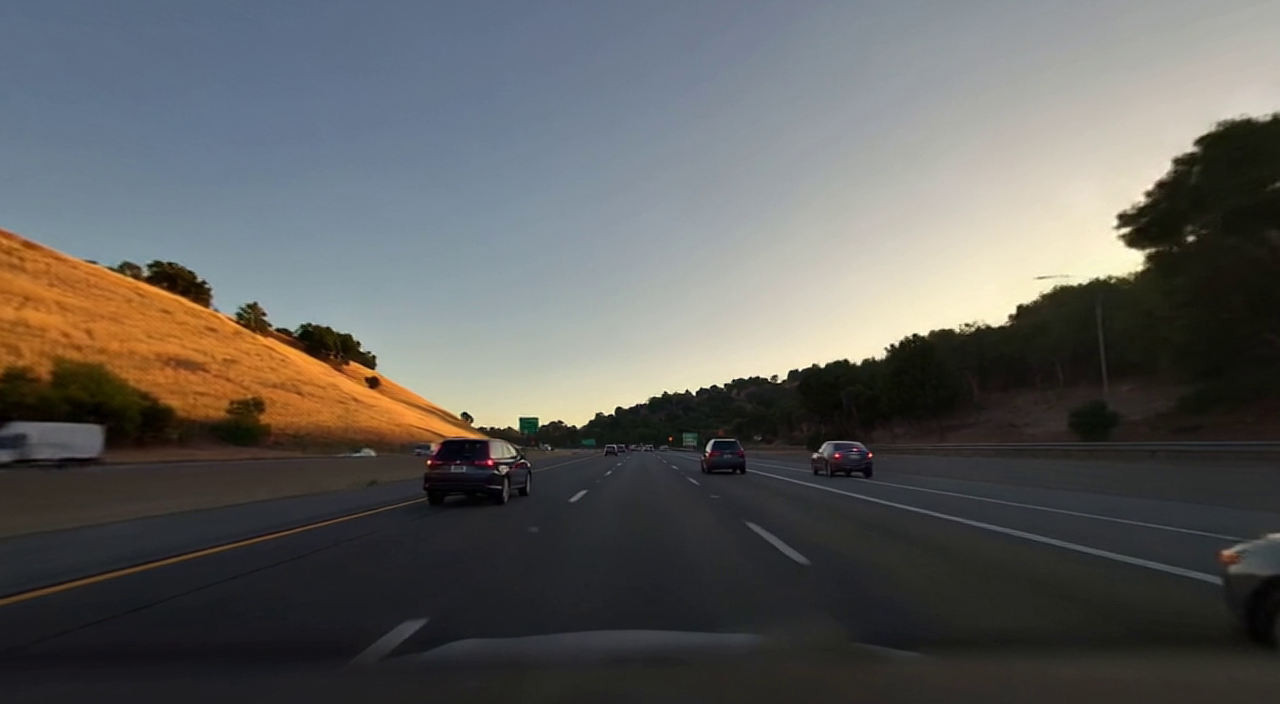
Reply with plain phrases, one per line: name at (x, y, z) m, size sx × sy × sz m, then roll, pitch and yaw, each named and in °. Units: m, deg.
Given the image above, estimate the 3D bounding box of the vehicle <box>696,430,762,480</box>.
vehicle at (3.671, 4.375, 27.054) m, size 2.121 × 1.925 × 5.056 m, roll 0°, pitch -8°, yaw 0°

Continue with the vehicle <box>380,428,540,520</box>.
vehicle at (-3.701, 2.596, 13.970) m, size 2.166 × 1.672 × 4.388 m, roll 0°, pitch -8°, yaw 1°

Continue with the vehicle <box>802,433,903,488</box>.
vehicle at (7.291, 3.759, 22.146) m, size 1.998 × 1.717 × 4.338 m, roll 0°, pitch -8°, yaw 0°

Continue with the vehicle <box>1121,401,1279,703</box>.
vehicle at (3.458, 0.723, 1.048) m, size 1.941 × 1.481 × 4.300 m, roll 0°, pitch -8°, yaw 1°

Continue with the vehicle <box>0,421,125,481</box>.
vehicle at (-35.183, 5.789, 37.037) m, size 2.759 × 3.143 × 8.346 m, roll 0°, pitch -8°, yaw 0°
